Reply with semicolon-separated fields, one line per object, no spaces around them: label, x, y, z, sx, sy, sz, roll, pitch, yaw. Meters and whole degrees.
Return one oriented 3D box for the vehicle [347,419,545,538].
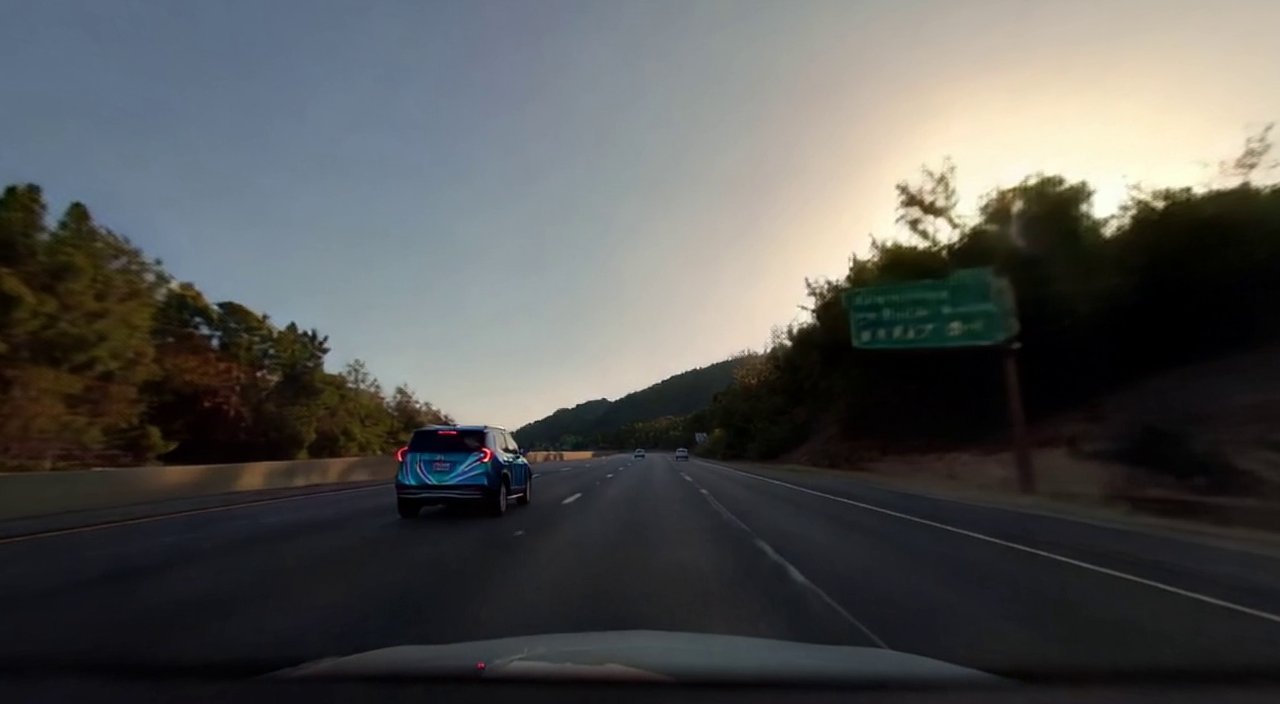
vehicle;-3.349;2.293;12.104;2.183;1.803;4.685;0;-8;2
